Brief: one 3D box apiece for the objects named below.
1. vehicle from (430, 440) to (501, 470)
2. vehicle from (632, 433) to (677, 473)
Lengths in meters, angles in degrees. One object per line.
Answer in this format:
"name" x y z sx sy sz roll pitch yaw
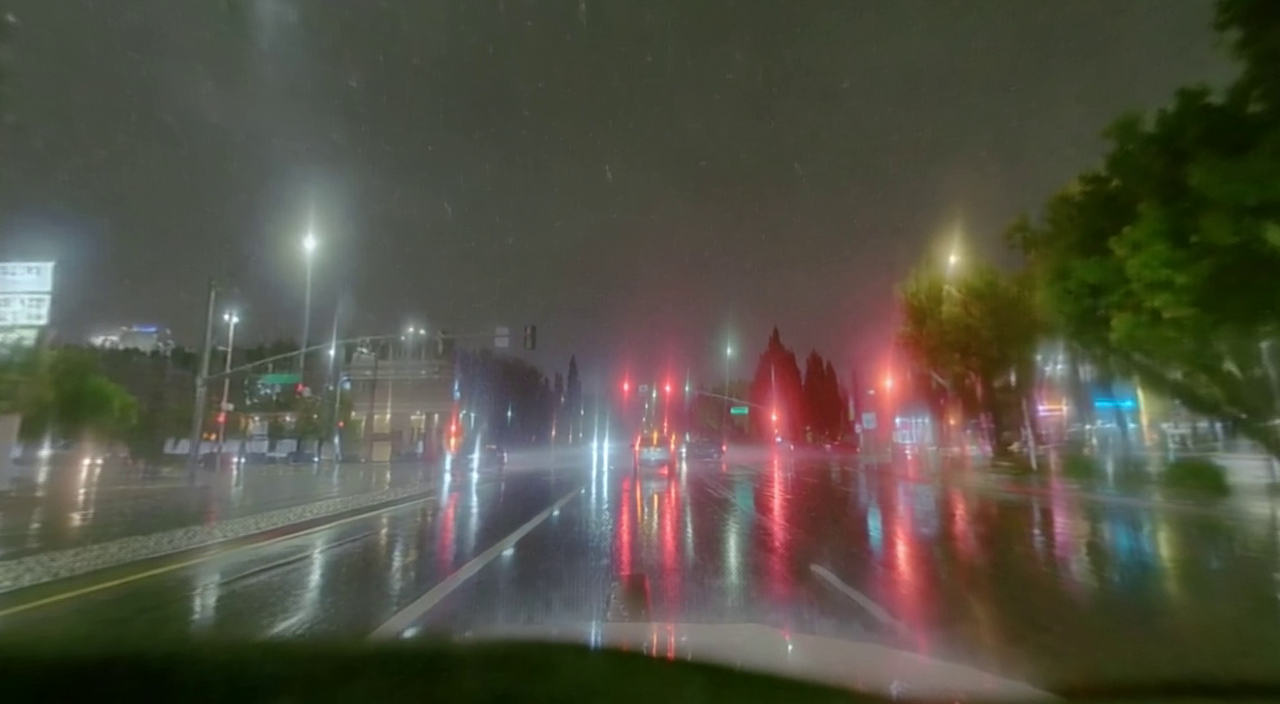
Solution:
"vehicle" -10.415 6.200 38.077 1.954 1.673 4.460 -3 -9 18
"vehicle" 0.673 4.782 30.006 1.994 1.759 4.186 0 -8 1
